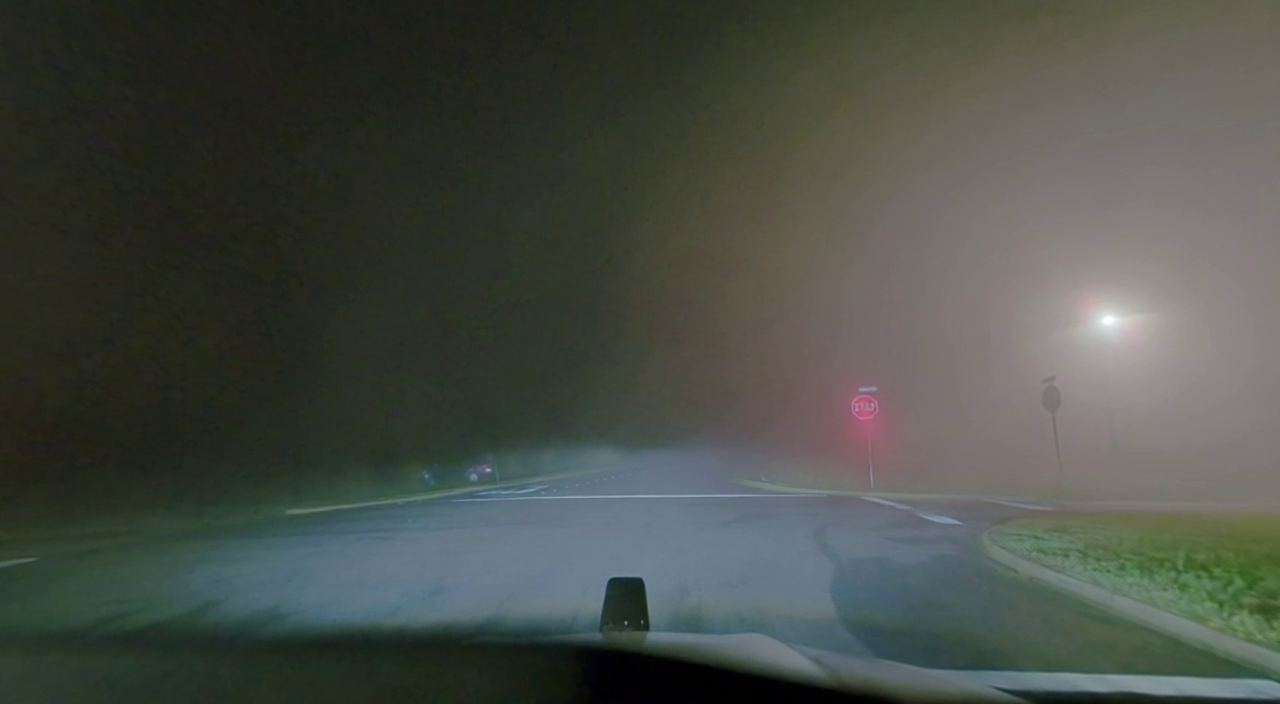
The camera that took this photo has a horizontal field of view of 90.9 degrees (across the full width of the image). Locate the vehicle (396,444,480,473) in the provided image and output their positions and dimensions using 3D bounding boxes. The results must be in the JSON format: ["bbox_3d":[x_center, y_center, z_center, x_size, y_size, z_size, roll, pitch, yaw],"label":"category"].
[{"bbox_3d":[-12.683,6.696,39.714,4.590,1.735,1.973,0,-9,2],"label":"vehicle"}]
